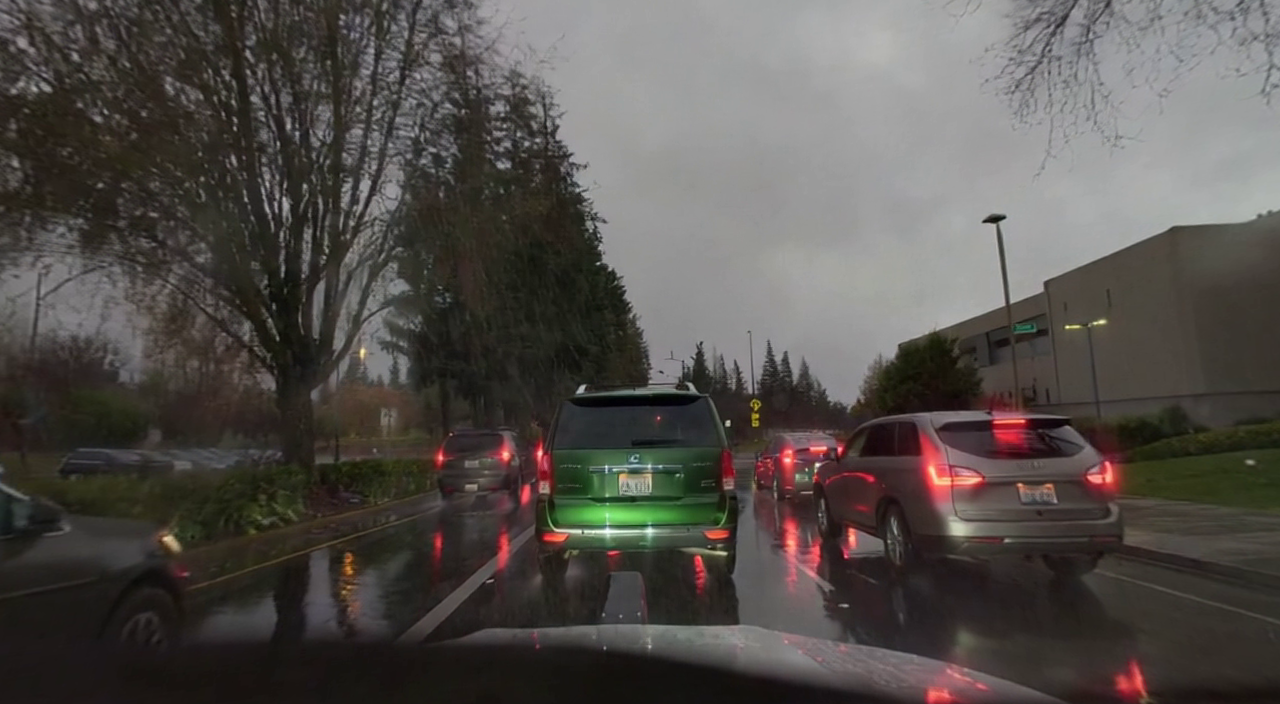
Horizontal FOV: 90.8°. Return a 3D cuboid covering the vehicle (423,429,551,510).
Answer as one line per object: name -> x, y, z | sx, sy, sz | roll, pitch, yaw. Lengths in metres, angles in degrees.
vehicle -> -3.424, 2.716, 14.992 | 1.961, 1.639, 4.064 | 0, -9, 1

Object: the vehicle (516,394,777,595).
vehicle -> 0.028, 1.547, 7.595 | 2.294, 1.761, 3.857 | 0, -9, -1

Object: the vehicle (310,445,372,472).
vehicle -> -22.151, 7.895, 47.087 | 1.993, 1.844, 5.316 | 0, -9, 0

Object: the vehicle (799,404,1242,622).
vehicle -> 3.470, 1.554, 7.058 | 2.202, 1.657, 4.298 | 0, -9, -1

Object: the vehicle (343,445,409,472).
vehicle -> -18.073, 7.296, 43.563 | 2.211, 1.694, 5.157 | 0, -9, 1

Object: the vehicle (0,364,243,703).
vehicle -> -3.408, 0.720, 1.451 | 2.065, 1.603, 4.459 | 0, -9, 0
